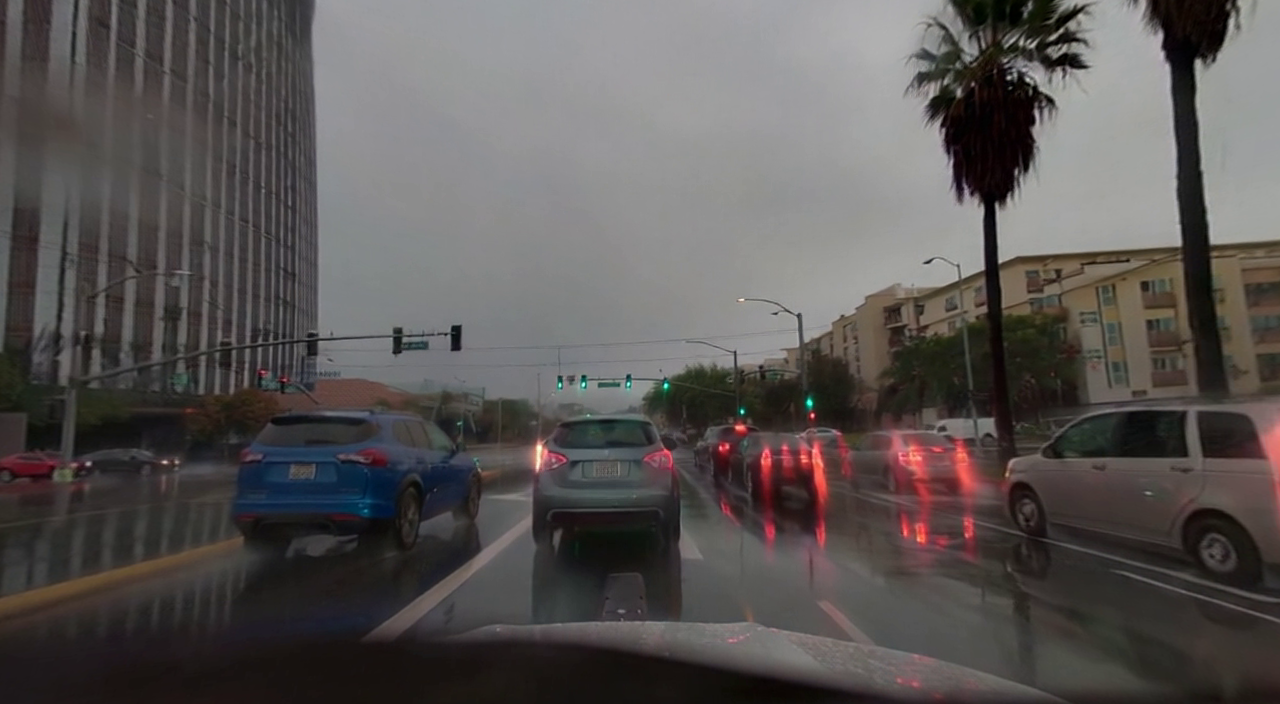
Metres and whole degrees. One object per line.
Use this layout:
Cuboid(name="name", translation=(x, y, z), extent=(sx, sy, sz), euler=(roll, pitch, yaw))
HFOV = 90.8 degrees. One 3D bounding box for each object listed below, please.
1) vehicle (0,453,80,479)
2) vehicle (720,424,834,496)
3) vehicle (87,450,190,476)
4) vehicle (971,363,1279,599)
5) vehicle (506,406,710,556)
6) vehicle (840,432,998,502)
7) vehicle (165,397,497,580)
Cuboid(name="vehicle", translation=(-42.469, 7.878, 43.901), extent=(4.867, 1.689, 1.971), euler=(1, -9, -8))
Cuboid(name="vehicle", translation=(3.336, 2.730, 16.260), extent=(1.975, 1.598, 4.025), euler=(0, -8, -1))
Cuboid(name="vehicle", translation=(-35.691, 7.868, 45.097), extent=(5.422, 1.765, 1.937), euler=(1, -9, -8))
Cuboid(name="vehicle", translation=(6.460, 1.408, 7.468), extent=(2.130, 1.979, 5.310), euler=(0, -8, -1))
Cuboid(name="vehicle", translation=(-0.411, 1.776, 9.343), extent=(2.302, 1.681, 4.217), euler=(0, -8, -1))
Cuboid(name="vehicle", translation=(6.553, 2.730, 15.459), extent=(1.764, 1.451, 4.300), euler=(0, -8, -2))
Cuboid(name="vehicle", translation=(-3.529, 1.656, 8.445), extent=(2.136, 1.779, 4.417), euler=(0, -8, 1))
